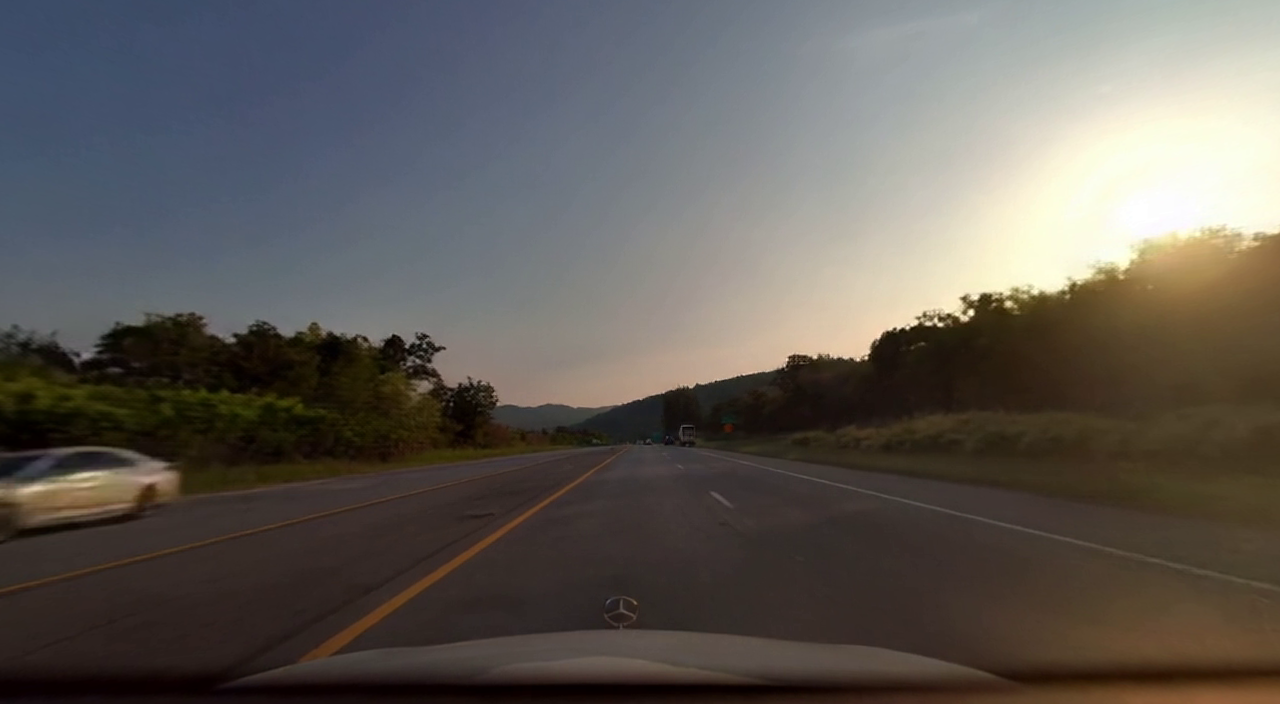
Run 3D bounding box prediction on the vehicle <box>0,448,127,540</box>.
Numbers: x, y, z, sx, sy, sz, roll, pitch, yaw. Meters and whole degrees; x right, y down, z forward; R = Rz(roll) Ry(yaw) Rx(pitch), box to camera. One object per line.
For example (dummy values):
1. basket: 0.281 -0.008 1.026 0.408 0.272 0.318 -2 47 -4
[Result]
1. vehicle: -11.766 2.473 10.993 1.874 1.495 4.409 0 -8 0
